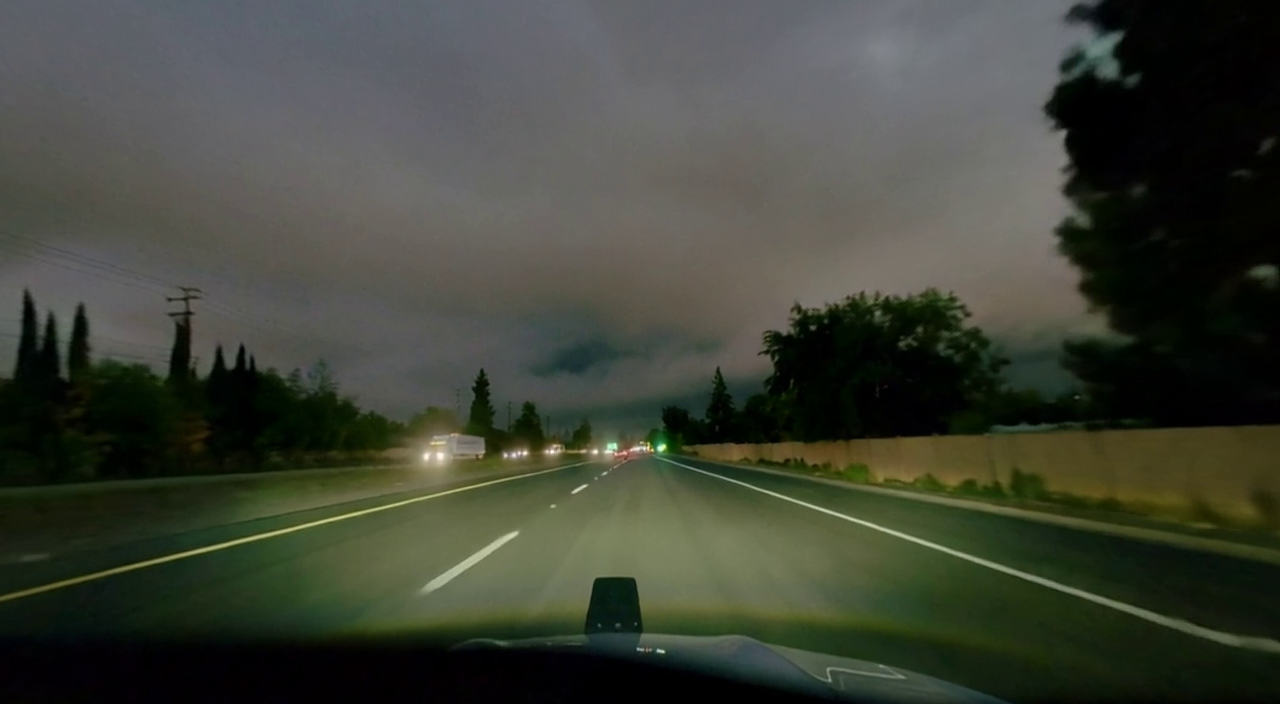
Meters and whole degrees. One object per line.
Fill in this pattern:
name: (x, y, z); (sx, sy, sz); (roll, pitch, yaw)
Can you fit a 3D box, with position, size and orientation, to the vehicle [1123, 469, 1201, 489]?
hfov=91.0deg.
vehicle: (39.994, 9.718, 48.296); (4.374, 1.432, 1.901); (1, -9, -4)
